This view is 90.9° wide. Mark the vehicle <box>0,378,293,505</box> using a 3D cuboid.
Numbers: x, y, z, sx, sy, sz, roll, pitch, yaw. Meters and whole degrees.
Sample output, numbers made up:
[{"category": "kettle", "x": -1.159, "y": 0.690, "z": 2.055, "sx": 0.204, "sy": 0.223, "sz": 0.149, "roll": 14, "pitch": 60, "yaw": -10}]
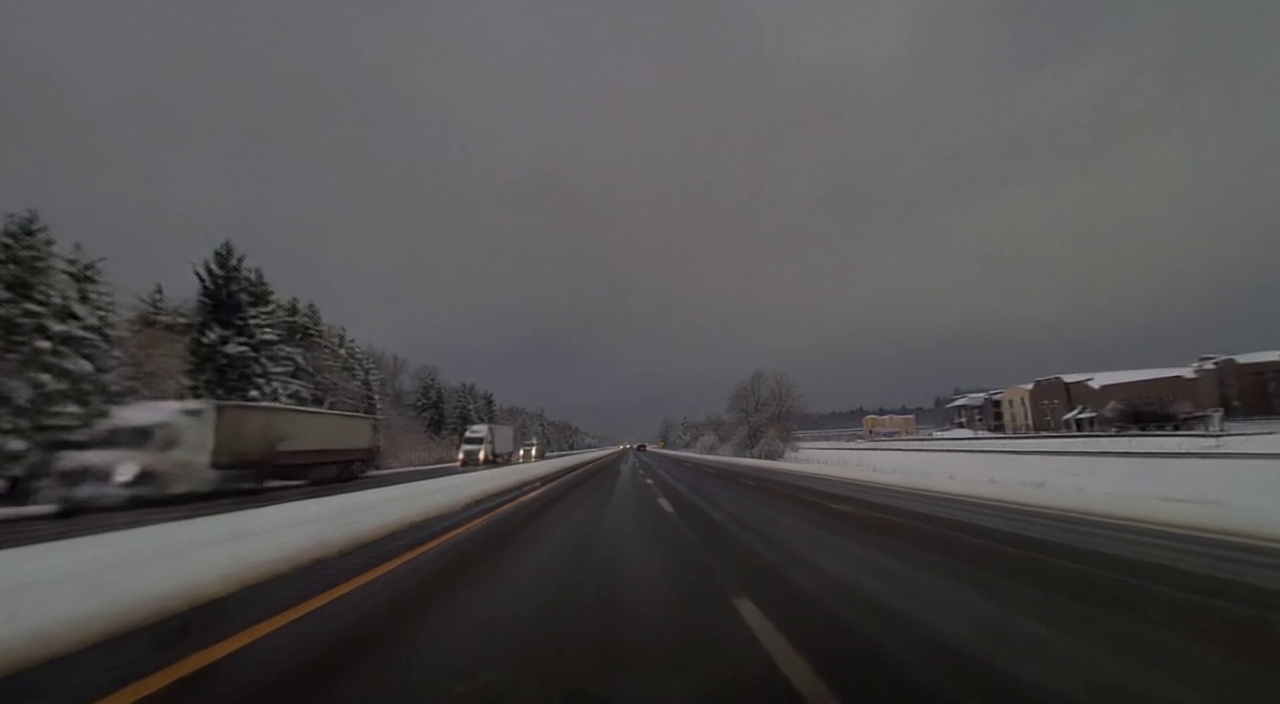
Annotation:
[{"category": "vehicle", "x": -17.046, "y": 3.332, "z": 23.131, "sx": 2.950, "sy": 3.611, "sz": 10.144, "roll": 0, "pitch": -9, "yaw": -1}]
